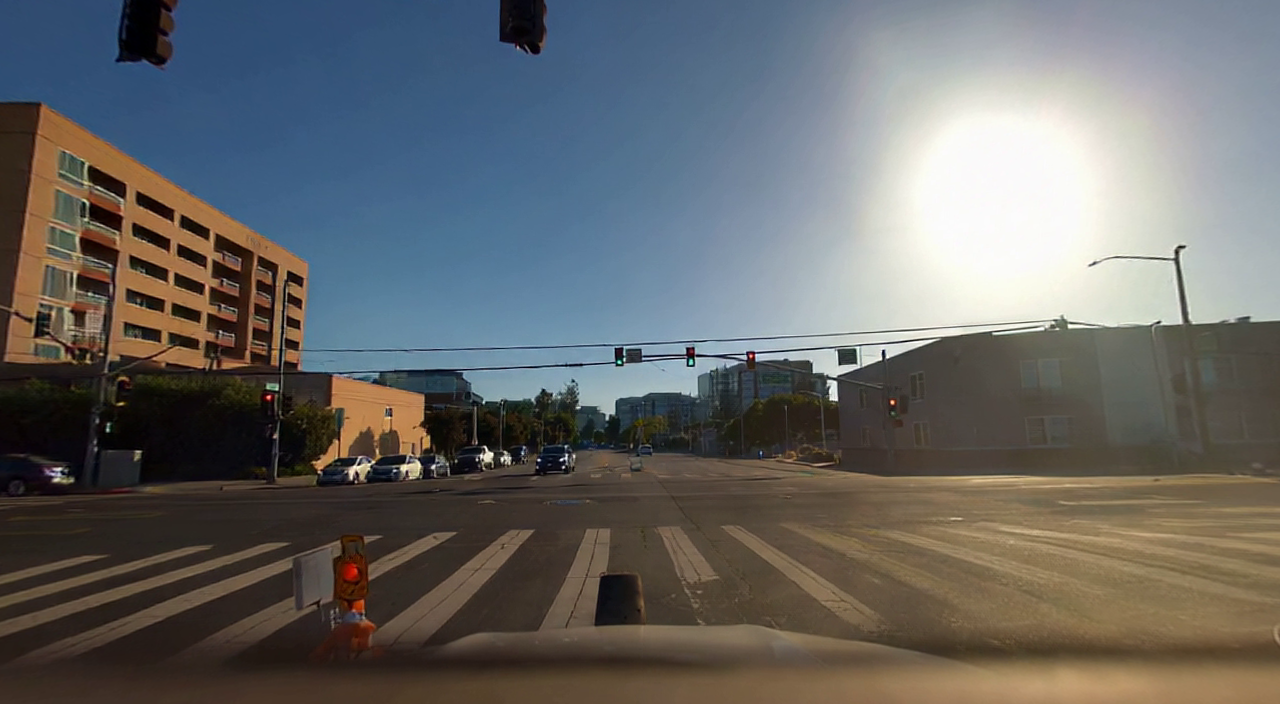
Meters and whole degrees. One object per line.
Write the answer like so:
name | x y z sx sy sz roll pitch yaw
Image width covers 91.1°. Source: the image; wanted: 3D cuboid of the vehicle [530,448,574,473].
vehicle | -5.520 6.851 39.924 2.154 1.501 4.416 0 -9 0

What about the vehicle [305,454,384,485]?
vehicle | -16.085 6.398 34.482 2.055 1.506 4.663 0 -9 -1

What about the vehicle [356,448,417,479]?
vehicle | -16.193 7.138 40.404 1.960 1.819 5.018 0 -9 -2
